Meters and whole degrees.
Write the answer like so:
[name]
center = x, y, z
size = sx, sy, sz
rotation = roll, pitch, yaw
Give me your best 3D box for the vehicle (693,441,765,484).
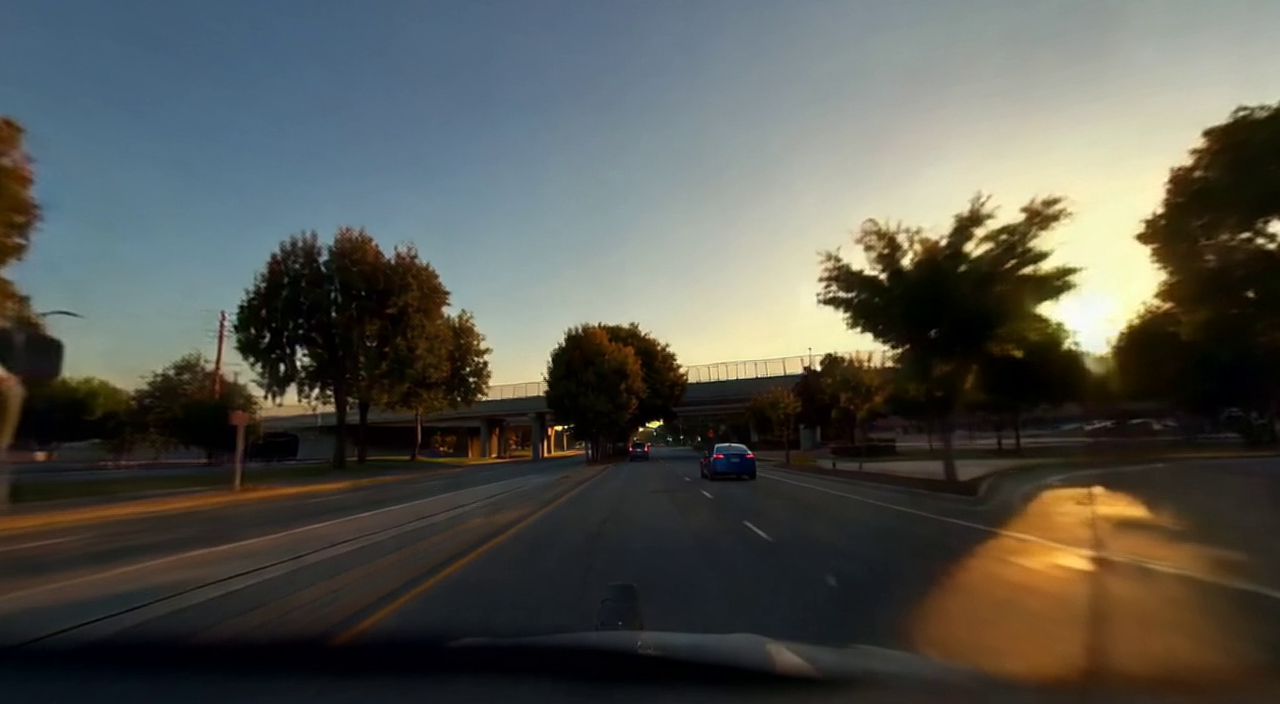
[vehicle]
center = 3.309, 4.217, 24.428
size = 2.062, 1.484, 4.332
rotation = 0, -8, -1
